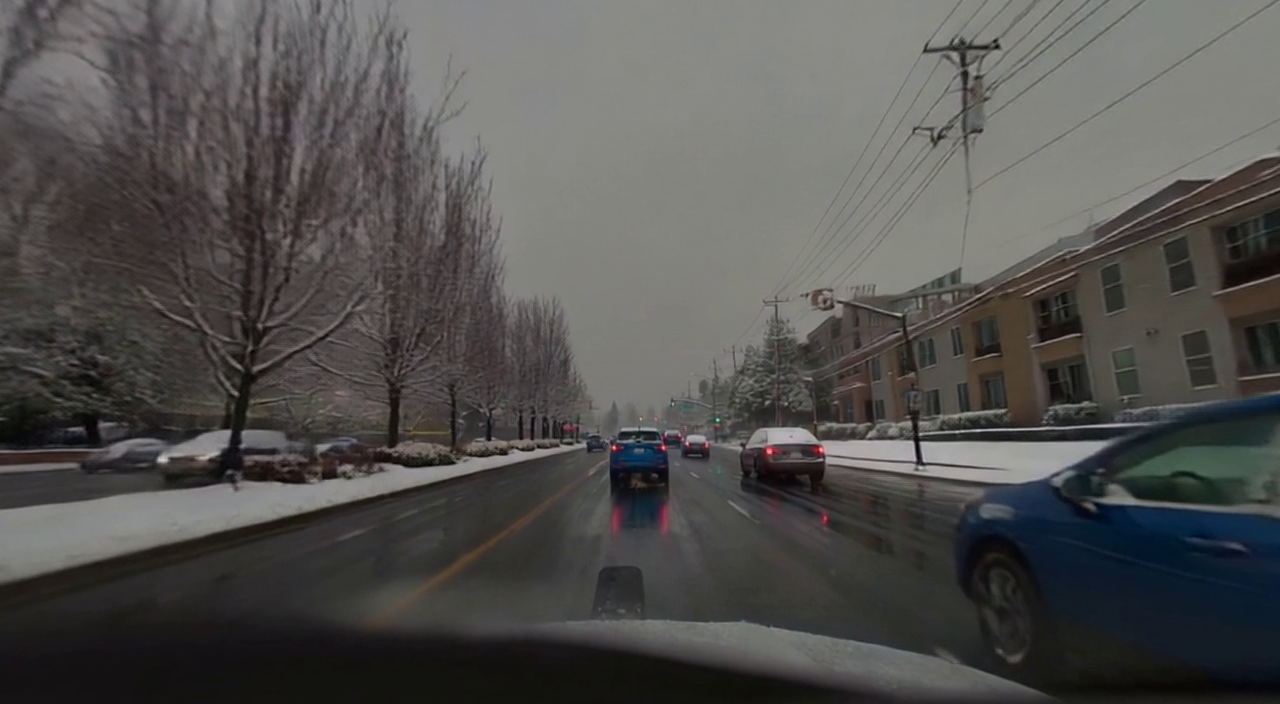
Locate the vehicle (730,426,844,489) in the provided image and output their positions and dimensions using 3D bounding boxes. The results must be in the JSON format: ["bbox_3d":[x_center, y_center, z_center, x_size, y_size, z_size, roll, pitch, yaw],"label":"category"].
[{"bbox_3d":[3.911,2.898,17.643,2.086,1.534,4.351,0,-8,0],"label":"vehicle"}]

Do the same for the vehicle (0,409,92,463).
[{"bbox_3d":[-47.395,6.230,46.860,9.759,3.784,3.013,2,-9,-7],"label":"vehicle"}]

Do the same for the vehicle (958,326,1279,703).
[{"bbox_3d":[3.086,0.678,1.501,2.123,1.657,4.719,0,-8,-1],"label":"vehicle"}]

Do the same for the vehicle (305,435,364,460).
[{"bbox_3d":[-21.983,6.922,45.646,1.982,1.699,4.421,0,-8,1],"label":"vehicle"}]

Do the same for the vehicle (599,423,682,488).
[{"bbox_3d":[-0.003,2.894,17.823,2.073,1.606,3.933,0,-8,-1],"label":"vehicle"}]

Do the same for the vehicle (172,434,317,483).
[{"bbox_3d":[-13.862,3.763,22.590,1.951,1.538,4.940,0,-8,0],"label":"vehicle"}]

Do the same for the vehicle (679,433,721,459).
[{"bbox_3d":[3.608,5.745,38.654,2.054,1.461,4.321,0,-8,-1],"label":"vehicle"}]

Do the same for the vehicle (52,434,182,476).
[{"bbox_3d":[-22.652,4.478,27.631,1.923,1.672,4.303,0,-8,1],"label":"vehicle"}]
